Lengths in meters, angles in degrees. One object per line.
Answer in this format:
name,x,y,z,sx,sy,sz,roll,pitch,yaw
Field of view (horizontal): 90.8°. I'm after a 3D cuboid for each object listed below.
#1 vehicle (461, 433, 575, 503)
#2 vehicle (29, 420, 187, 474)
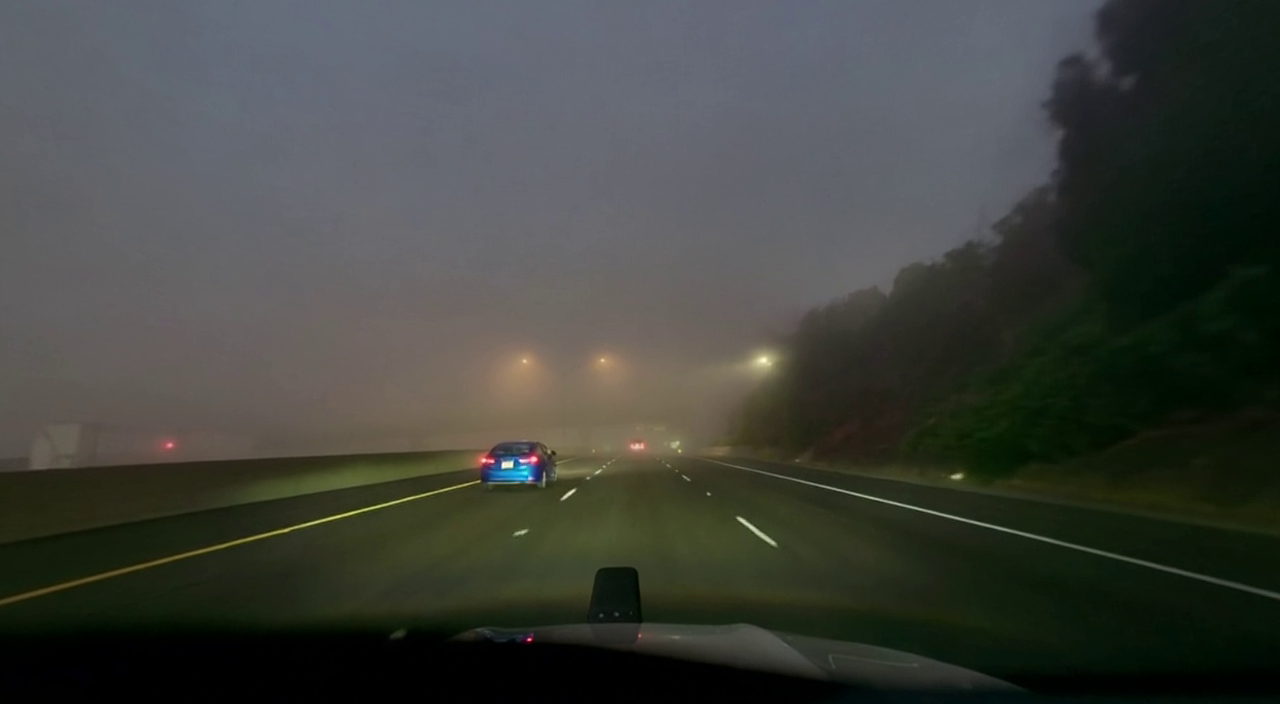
vehicle,-3.001,2.968,16.694,2.029,1.557,4.570,0,-8,1
vehicle,-40.892,7.395,49.381,2.976,3.691,10.721,0,-8,0
